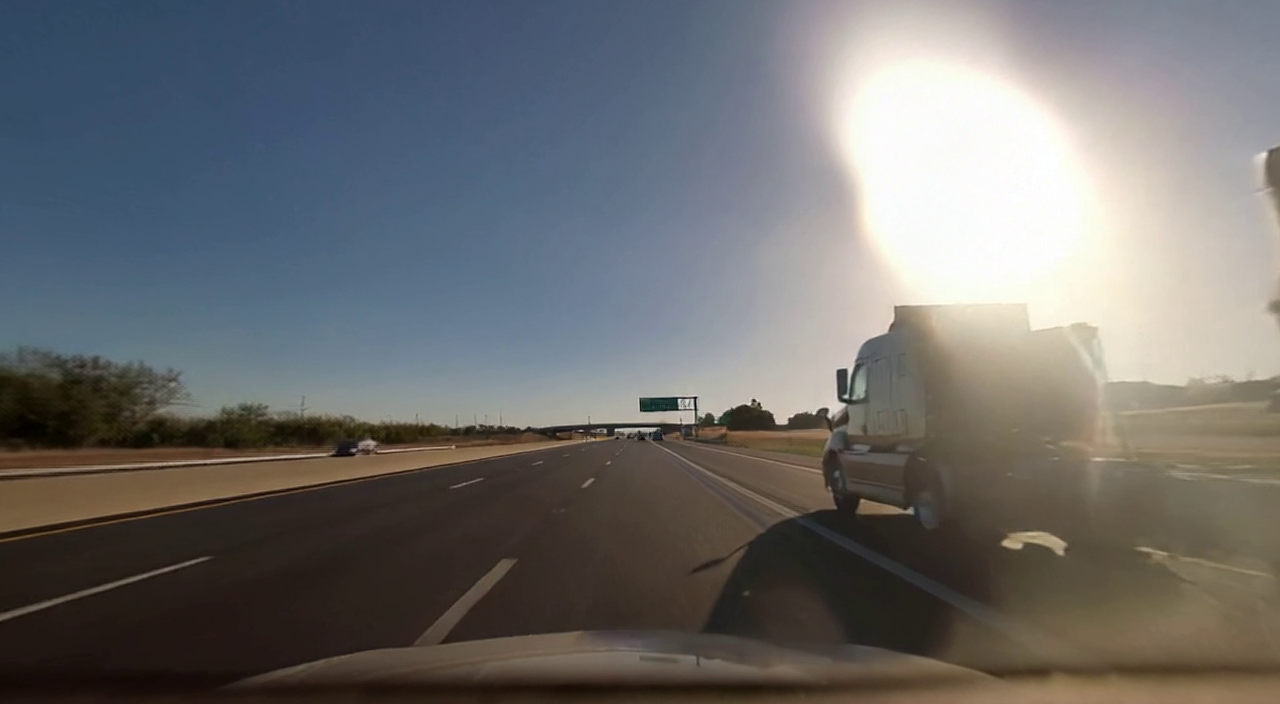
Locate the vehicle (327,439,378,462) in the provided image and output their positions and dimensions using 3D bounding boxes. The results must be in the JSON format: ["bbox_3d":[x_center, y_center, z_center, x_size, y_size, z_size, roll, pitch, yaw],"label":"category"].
[{"bbox_3d":[-22.235,7.615,48.806,1.873,1.631,4.312,-1,-8,0],"label":"vehicle"}]

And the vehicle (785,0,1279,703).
[{"bbox_3d":[4.131,0.000,4.068,3.446,3.698,12.089,0,-8,0],"label":"vehicle"}]
